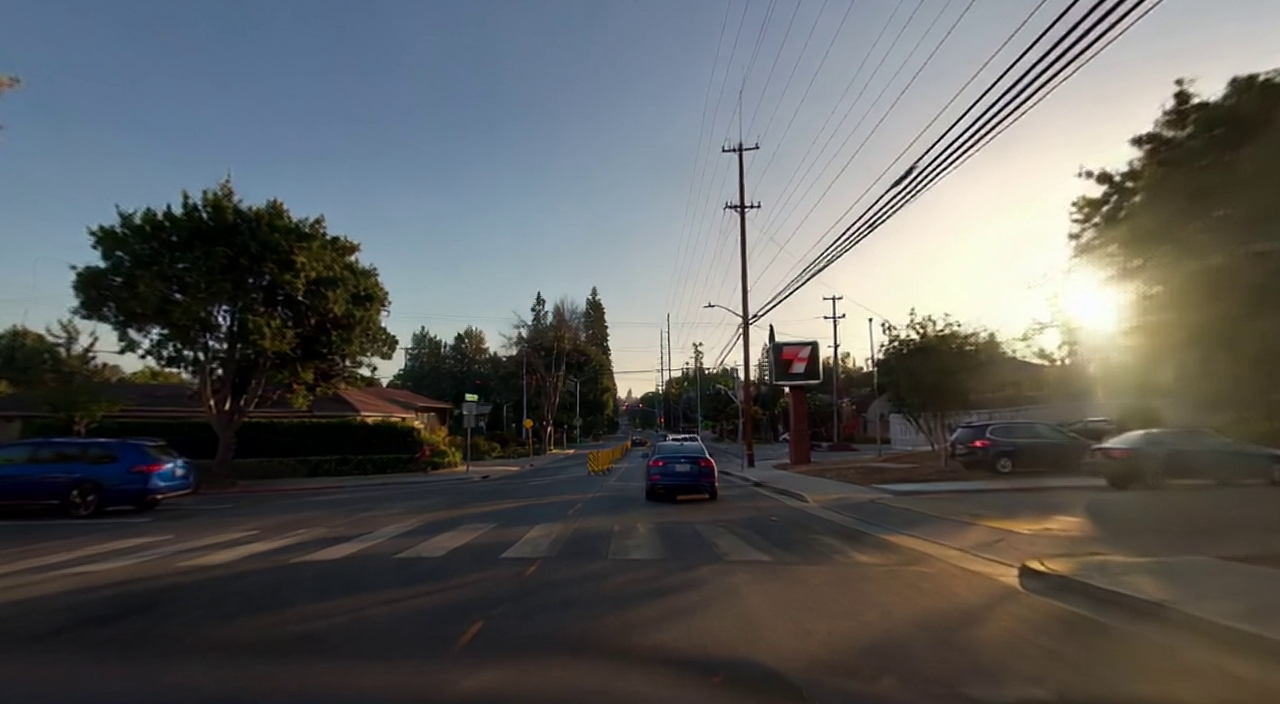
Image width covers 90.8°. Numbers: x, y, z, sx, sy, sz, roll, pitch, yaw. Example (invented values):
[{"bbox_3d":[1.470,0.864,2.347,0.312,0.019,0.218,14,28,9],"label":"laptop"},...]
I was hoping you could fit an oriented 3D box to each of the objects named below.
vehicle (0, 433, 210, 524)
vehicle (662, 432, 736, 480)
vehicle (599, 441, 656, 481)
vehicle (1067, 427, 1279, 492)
[{"bbox_3d":[-13.779,2.865,14.612,5.866,1.904,2.197,1,-9,-6],"label":"vehicle"},{"bbox_3d":[2.429,4.533,27.852,2.553,1.868,5.536,0,-9,-2],"label":"vehicle"},{"bbox_3d":[-0.574,4.211,24.660,1.874,1.427,3.976,1,-9,-6],"label":"vehicle"},{"bbox_3d":[13.170,2.484,14.775,4.872,1.400,1.955,-1,-9,3],"label":"vehicle"}]
